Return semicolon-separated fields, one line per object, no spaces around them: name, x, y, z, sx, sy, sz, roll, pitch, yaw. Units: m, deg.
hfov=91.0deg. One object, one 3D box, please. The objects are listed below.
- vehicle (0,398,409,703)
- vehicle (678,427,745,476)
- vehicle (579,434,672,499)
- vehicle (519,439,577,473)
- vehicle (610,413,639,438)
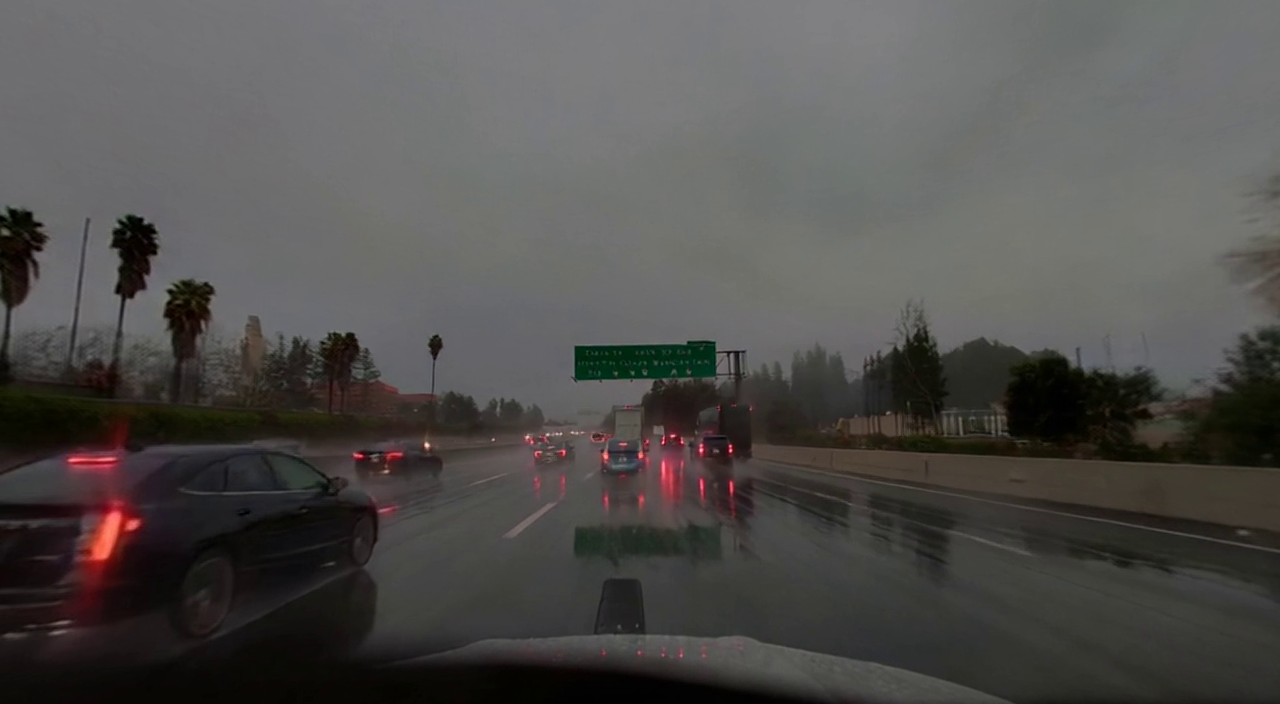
vehicle;-3.647;1.256;4.836;2.064;1.475;4.489;0;-8;0
vehicle;2.886;4.143;26.496;2.173;1.870;4.499;0;-8;-2
vehicle;-0.338;2.908;16.403;2.136;1.470;3.971;0;-8;0
vehicle;-4.054;4.666;28.479;1.998;1.423;4.436;0;-8;0
vehicle;-1.213;5.837;49.599;2.206;1.803;4.569;0;-8;-1
